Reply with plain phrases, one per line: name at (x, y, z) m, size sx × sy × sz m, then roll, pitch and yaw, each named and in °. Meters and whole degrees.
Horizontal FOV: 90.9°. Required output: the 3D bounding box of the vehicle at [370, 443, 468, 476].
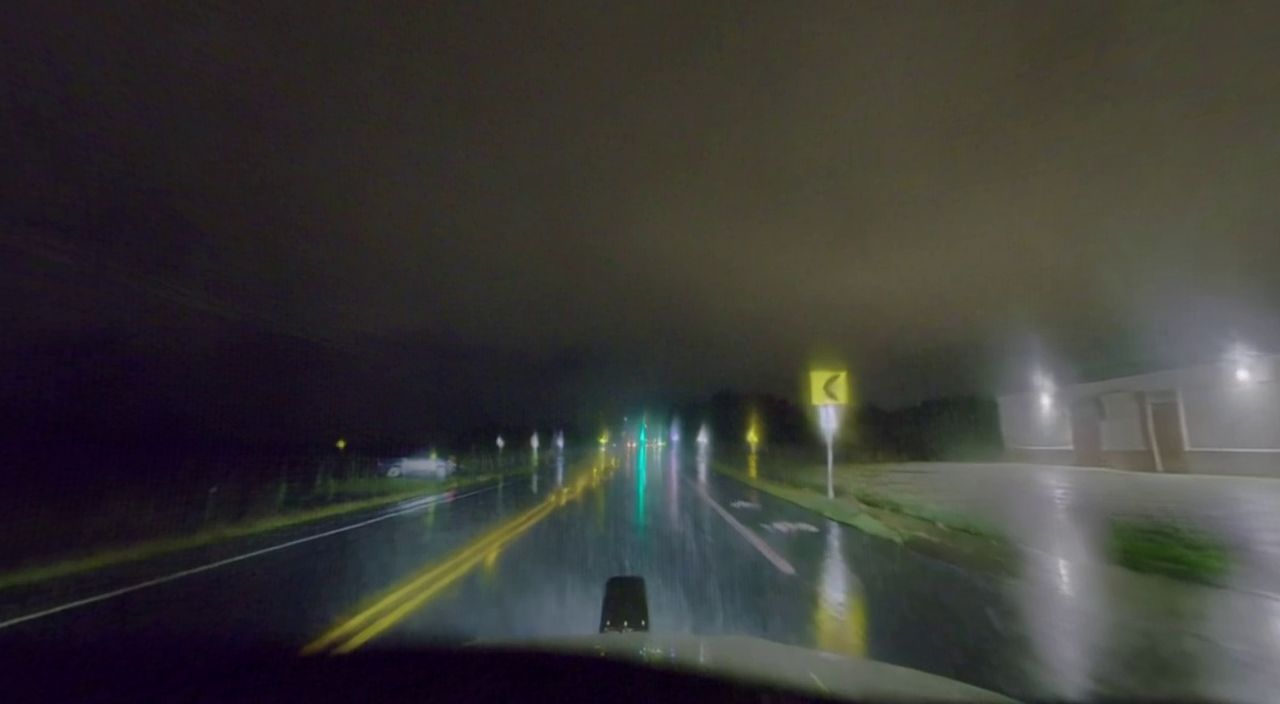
vehicle at (-12.483, 6.109, 35.883) m, size 4.813 × 1.763 × 2.048 m, roll 0°, pitch -8°, yaw -1°
